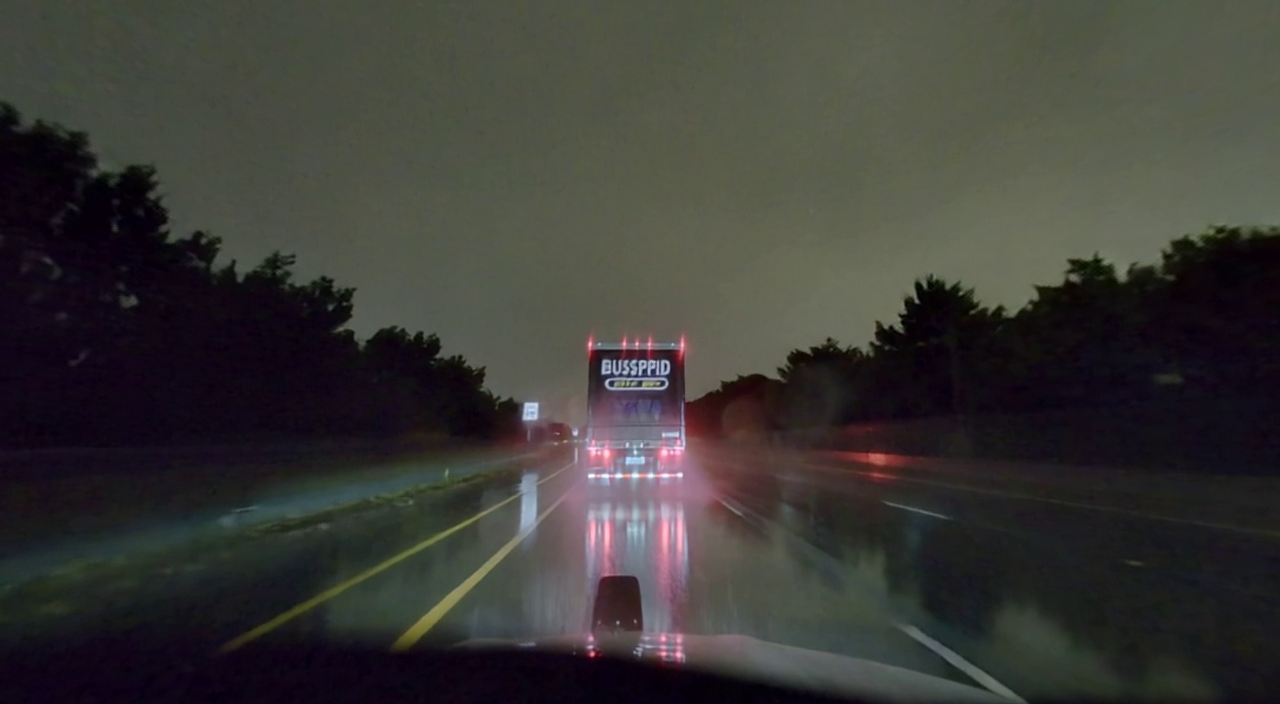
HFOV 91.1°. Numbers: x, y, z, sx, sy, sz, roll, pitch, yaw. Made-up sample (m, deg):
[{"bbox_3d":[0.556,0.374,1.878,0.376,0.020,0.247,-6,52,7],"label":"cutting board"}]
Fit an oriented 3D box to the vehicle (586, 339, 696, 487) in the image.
[{"bbox_3d":[-0.114,2.180,21.036,2.870,3.911,8.697,0,-8,-2],"label":"vehicle"}]
